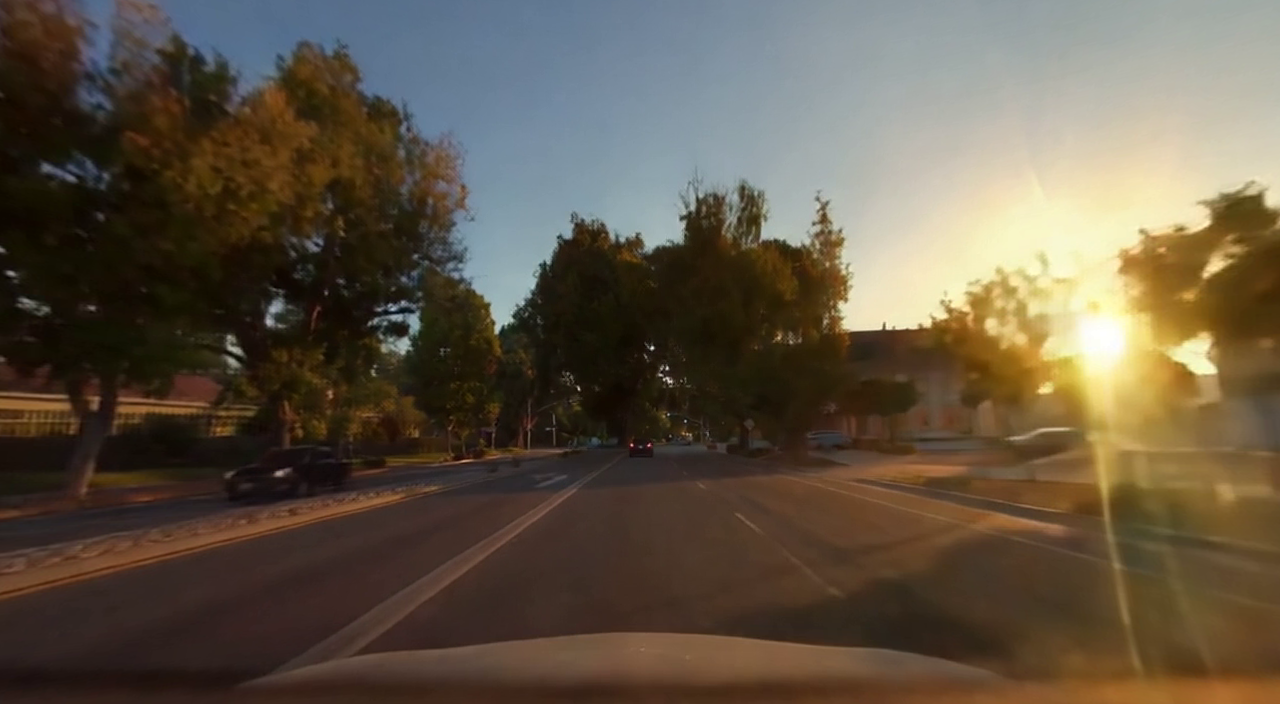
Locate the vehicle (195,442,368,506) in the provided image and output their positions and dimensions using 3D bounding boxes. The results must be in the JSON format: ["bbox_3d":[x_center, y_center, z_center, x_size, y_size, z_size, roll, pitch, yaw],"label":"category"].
[{"bbox_3d":[-9.300,3.156,16.889,1.946,1.470,4.443,0,-8,1],"label":"vehicle"}]

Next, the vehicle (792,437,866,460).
[{"bbox_3d":[14.192,7.220,47.442,5.001,1.554,1.961,-3,-8,31],"label":"vehicle"}]

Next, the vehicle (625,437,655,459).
[{"bbox_3d":[0.073,7.391,48.576,2.196,1.646,4.109,0,-8,1],"label":"vehicle"}]
